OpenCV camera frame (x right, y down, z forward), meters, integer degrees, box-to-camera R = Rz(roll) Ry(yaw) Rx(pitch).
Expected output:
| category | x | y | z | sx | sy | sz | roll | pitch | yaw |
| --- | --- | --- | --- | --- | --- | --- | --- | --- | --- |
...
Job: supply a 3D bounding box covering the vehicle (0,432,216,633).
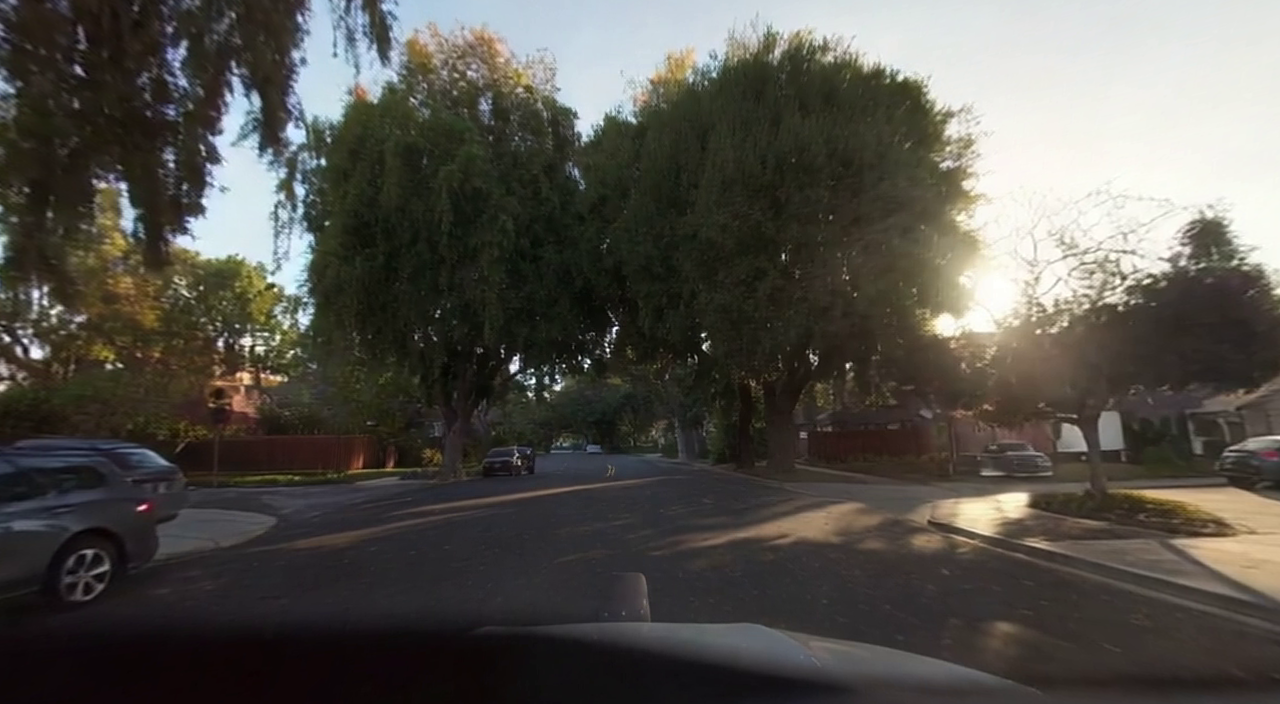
| category | x | y | z | sx | sy | sz | roll | pitch | yaw |
| --- | --- | --- | --- | --- | --- | --- | --- | --- | --- |
| vehicle | -5.633 | 1.371 | 4.409 | 1.943 | 1.433 | 4.717 | -6 | -10 | 2 |
